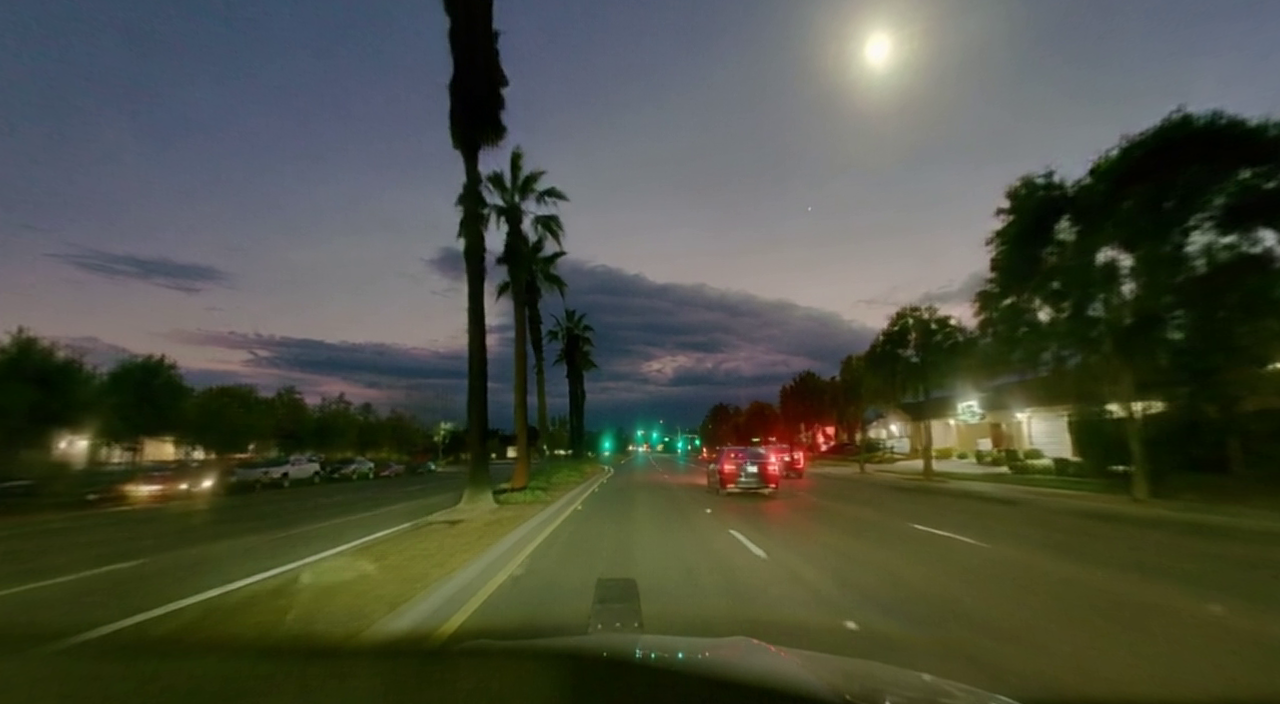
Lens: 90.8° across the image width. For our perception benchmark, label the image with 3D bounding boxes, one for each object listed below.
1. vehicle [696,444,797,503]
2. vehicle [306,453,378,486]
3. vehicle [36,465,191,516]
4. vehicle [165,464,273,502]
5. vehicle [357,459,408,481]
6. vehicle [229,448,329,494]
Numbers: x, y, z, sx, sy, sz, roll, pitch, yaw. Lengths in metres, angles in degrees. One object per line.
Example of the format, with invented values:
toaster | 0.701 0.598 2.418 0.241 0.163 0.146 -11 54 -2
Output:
vehicle | 2.918 3.443 18.396 1.989 1.492 4.689 0 -9 -2
vehicle | -19.216 7.583 41.078 2.056 1.946 5.498 0 -9 -1
vehicle | -18.969 4.977 23.089 1.811 1.539 4.560 0 -9 -2
vehicle | -18.838 5.861 28.583 1.828 1.472 4.464 0 -9 0
vehicle | -19.180 8.800 47.336 1.836 1.476 4.950 0 -9 -1
vehicle | -19.288 6.342 34.112 2.344 2.232 5.170 0 -9 0
